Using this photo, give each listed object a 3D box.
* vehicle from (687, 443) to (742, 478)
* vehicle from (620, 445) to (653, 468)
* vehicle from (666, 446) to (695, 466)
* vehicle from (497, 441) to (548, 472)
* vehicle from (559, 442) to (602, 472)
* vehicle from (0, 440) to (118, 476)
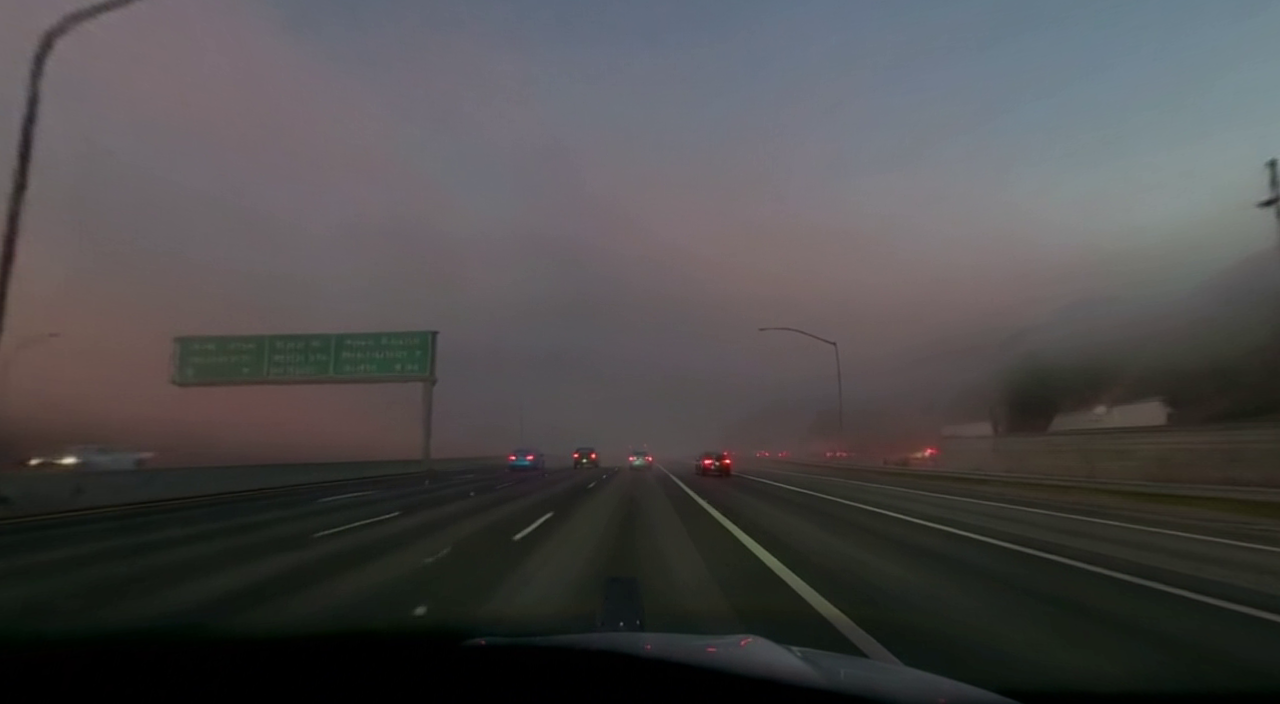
[{"bbox_3d":[3.481,5.178,30.311,2.077,1.527,4.553,0,-9,0],"label":"vehicle"},{"bbox_3d":[-0.218,7.189,43.568,2.166,1.496,4.158,0,-8,0],"label":"vehicle"},{"bbox_3d":[3.167,8.205,49.959,2.036,1.517,4.256,0,-9,0],"label":"vehicle"},{"bbox_3d":[-6.943,6.194,37.661,2.112,1.721,4.381,0,-8,1],"label":"vehicle"},{"bbox_3d":[-3.450,6.164,37.226,2.091,1.664,4.157,0,-8,0],"label":"vehicle"},{"bbox_3d":[-30.156,5.453,32.739,1.906,1.695,4.696,0,-9,0],"label":"vehicle"}]
